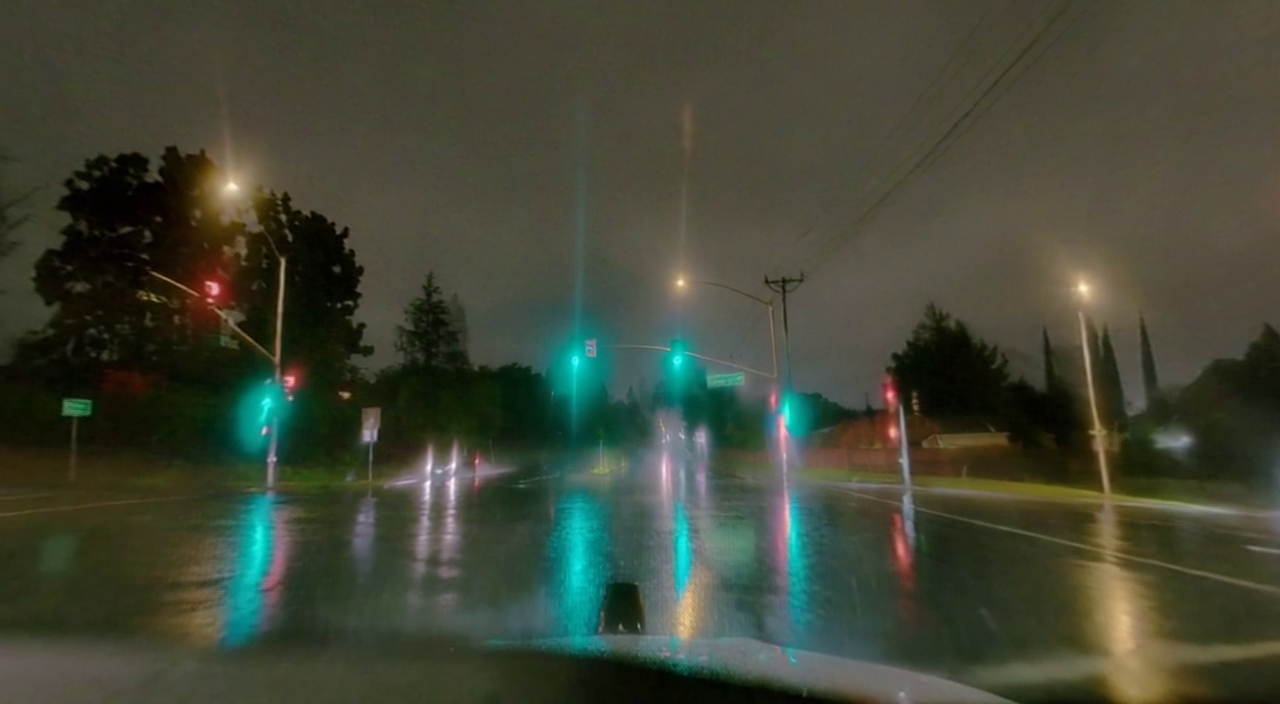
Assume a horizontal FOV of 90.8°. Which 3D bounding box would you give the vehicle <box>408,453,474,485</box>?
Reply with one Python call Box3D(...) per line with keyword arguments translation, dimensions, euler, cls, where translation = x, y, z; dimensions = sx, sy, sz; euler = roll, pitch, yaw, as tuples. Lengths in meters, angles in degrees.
Box3D(translation=(-10.370, 6.120, 33.273), dimensions=(1.983, 1.482, 4.190), euler=(-1, -9, 1), cls="vehicle")
